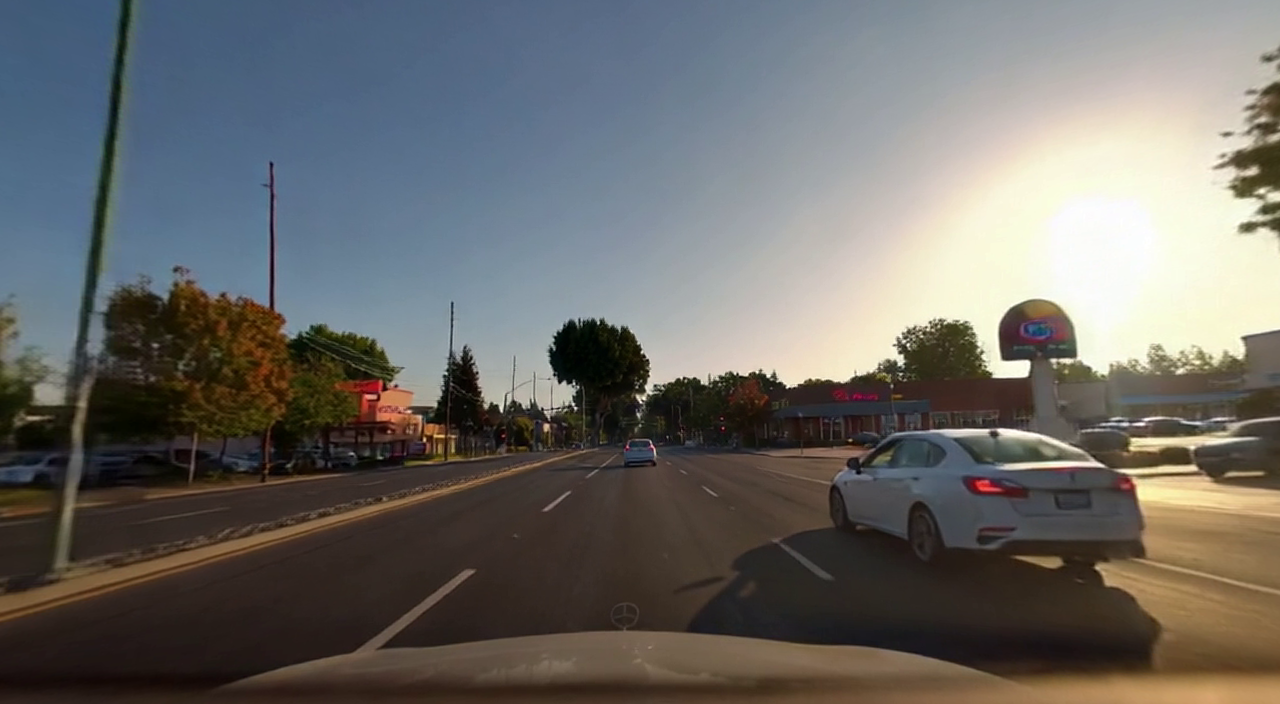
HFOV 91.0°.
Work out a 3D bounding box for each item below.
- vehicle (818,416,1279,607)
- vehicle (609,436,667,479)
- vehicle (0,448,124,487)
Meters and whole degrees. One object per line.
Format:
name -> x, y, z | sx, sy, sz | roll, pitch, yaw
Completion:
vehicle -> 3.873, 1.587, 7.282 | 2.153, 1.456, 4.705 | 0, -9, -1
vehicle -> -0.102, 3.939, 23.704 | 1.998, 1.452, 3.773 | 0, -8, -1
vehicle -> -27.175, 5.333, 29.292 | 4.519, 1.712, 1.932 | 0, -8, -2
